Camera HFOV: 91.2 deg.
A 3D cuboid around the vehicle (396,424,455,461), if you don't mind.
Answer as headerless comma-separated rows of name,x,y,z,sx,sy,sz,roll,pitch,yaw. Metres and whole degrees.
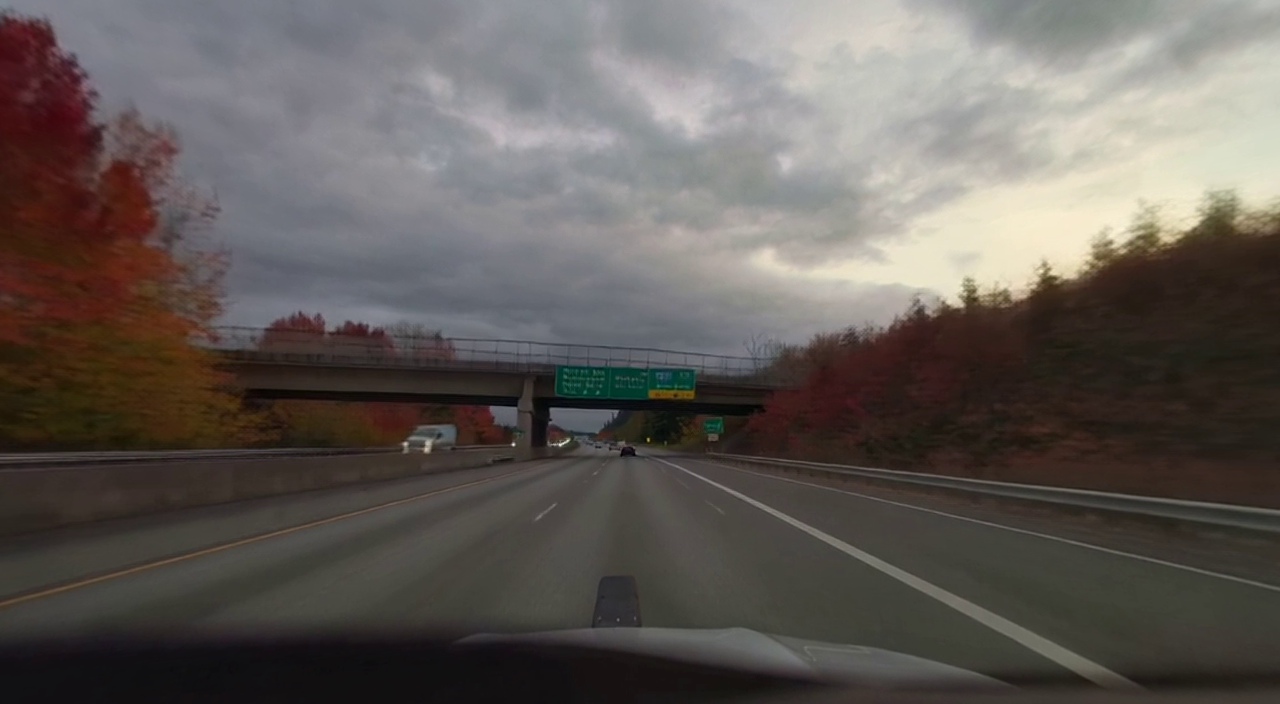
vehicle,-15.714,6.712,46.275,2.424,2.516,5.610,0,-9,-1
